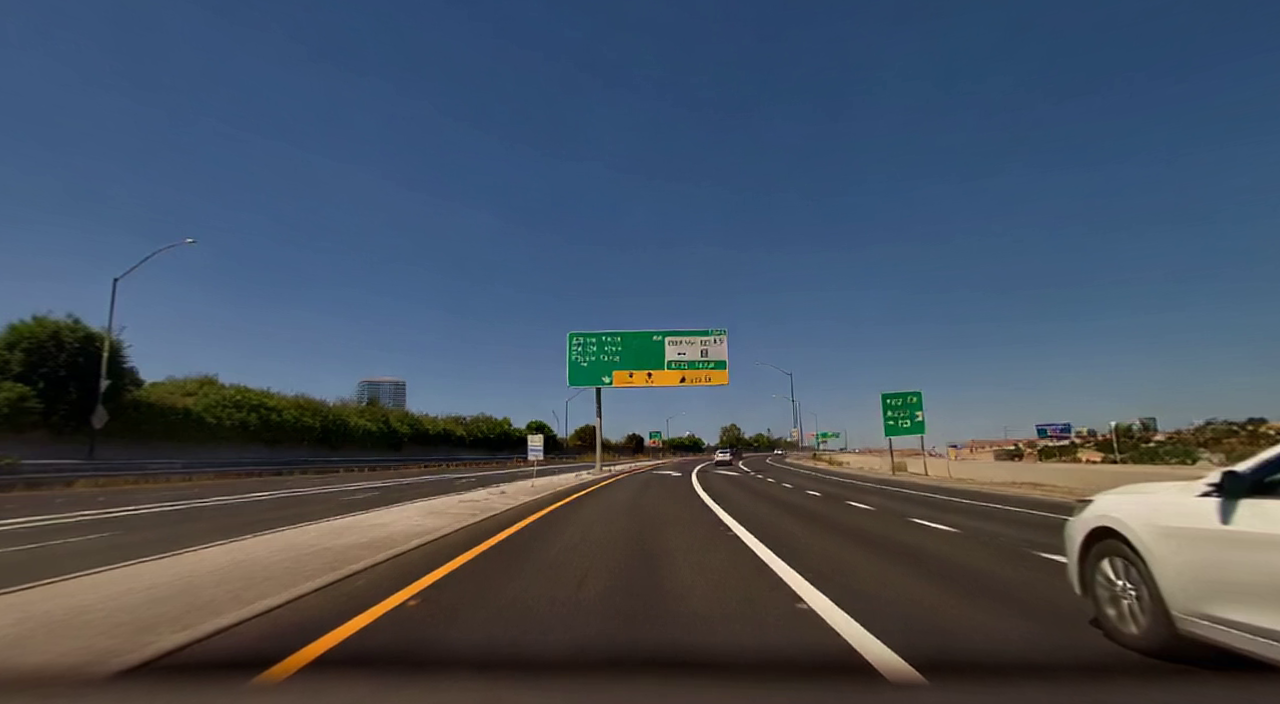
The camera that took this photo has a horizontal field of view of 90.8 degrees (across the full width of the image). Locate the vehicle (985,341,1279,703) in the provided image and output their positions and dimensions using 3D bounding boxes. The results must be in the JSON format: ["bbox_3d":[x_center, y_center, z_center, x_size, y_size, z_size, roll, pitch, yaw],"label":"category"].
[{"bbox_3d":[4.001,0.844,2.856,2.124,1.793,4.787,0,-9,0],"label":"vehicle"}]
